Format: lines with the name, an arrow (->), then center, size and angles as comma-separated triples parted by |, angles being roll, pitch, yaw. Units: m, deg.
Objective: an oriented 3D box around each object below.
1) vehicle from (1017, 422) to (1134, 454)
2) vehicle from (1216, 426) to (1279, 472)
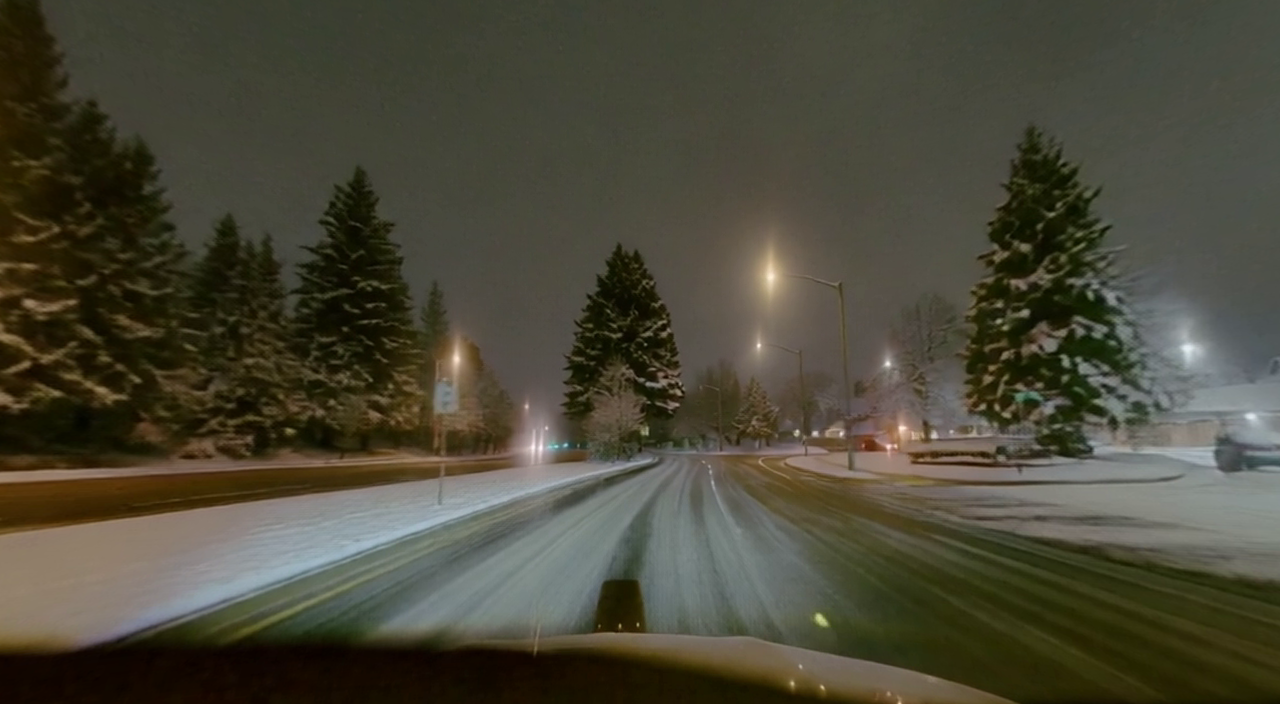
vehicle -> 32.842, 6.589, 47.740 | 2.569, 2.236, 6.684 | 6, -11, -35
vehicle -> 22.716, 3.522, 22.837 | 4.456, 1.489, 1.963 | 8, -11, -40
